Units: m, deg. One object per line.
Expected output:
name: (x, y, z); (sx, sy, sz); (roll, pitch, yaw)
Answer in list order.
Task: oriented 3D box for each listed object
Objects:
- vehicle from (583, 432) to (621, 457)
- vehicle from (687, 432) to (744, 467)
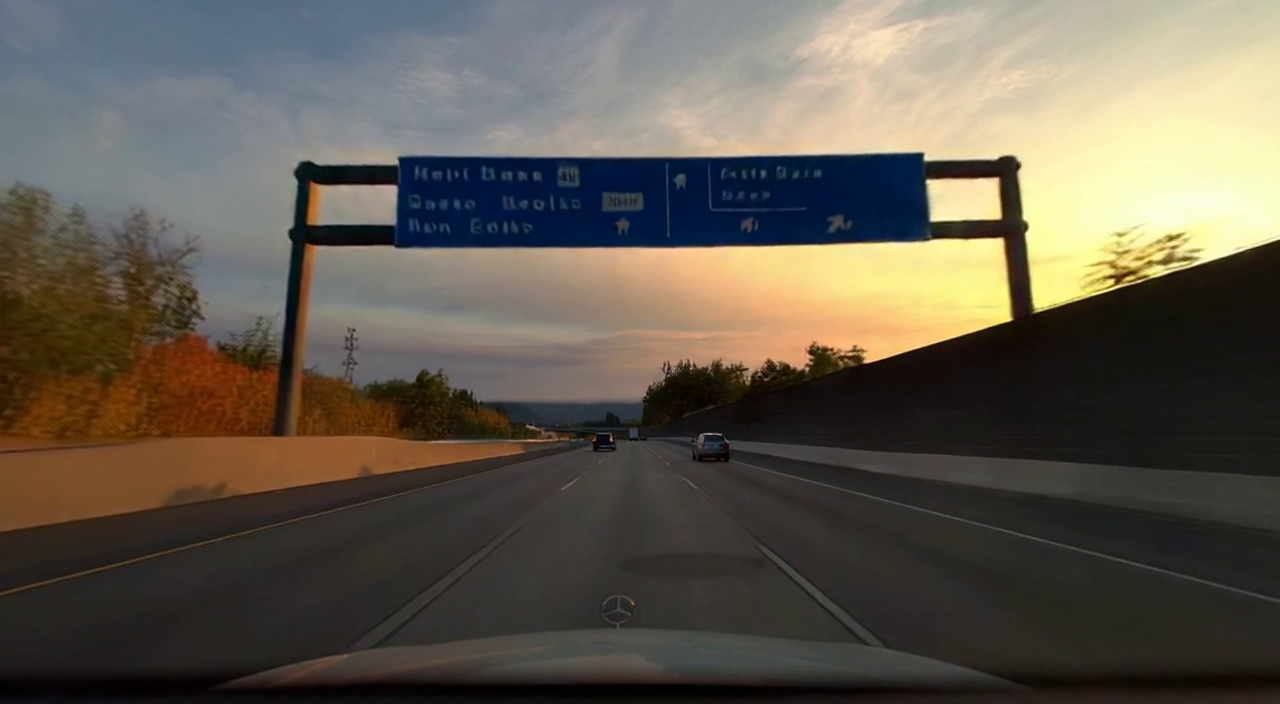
vehicle: (-2.527, 6.262, 42.739); (2.219, 1.660, 4.153); (0, -8, 1)
vehicle: (3.510, 4.638, 30.234); (2.077, 1.523, 4.539); (0, -8, -2)
